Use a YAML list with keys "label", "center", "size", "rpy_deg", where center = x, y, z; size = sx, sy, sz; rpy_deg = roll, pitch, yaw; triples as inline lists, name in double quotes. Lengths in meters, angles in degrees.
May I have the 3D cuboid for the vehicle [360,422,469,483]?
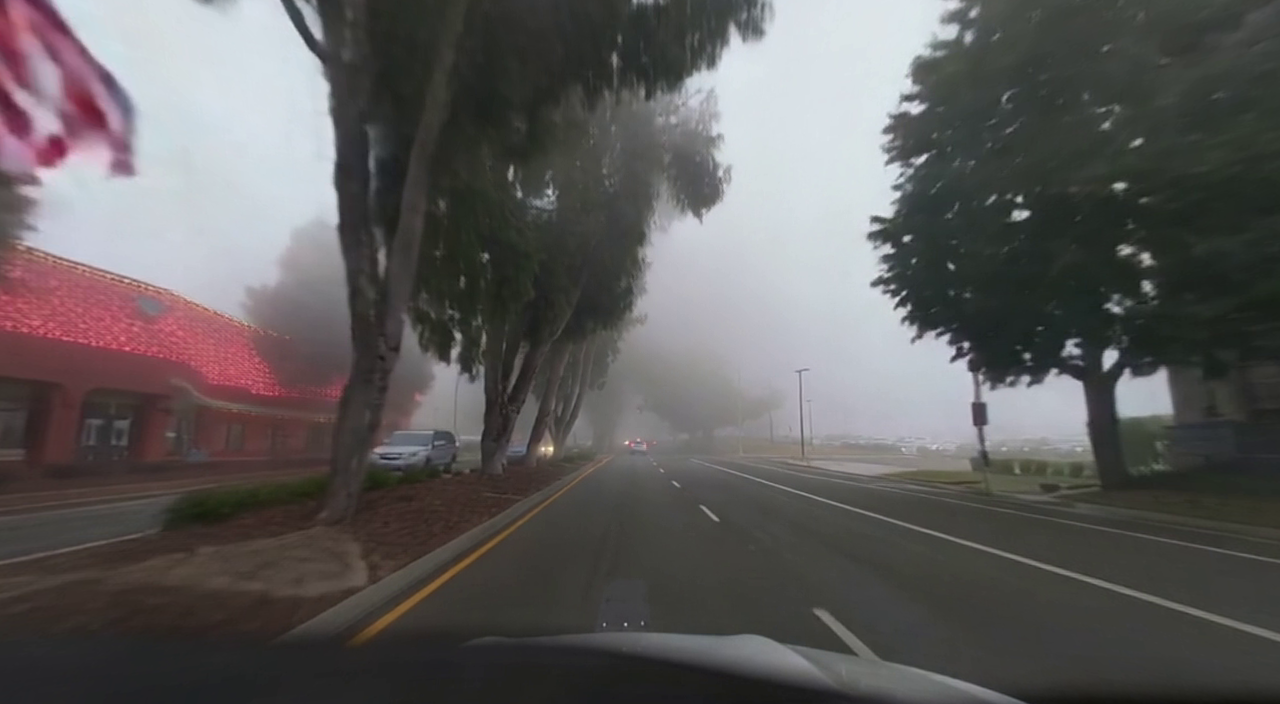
- label: "vehicle"
  center: [-8.213, 3.726, 23.569]
  size: [2.171, 1.975, 5.168]
  rpy_deg: [0, -8, 0]
